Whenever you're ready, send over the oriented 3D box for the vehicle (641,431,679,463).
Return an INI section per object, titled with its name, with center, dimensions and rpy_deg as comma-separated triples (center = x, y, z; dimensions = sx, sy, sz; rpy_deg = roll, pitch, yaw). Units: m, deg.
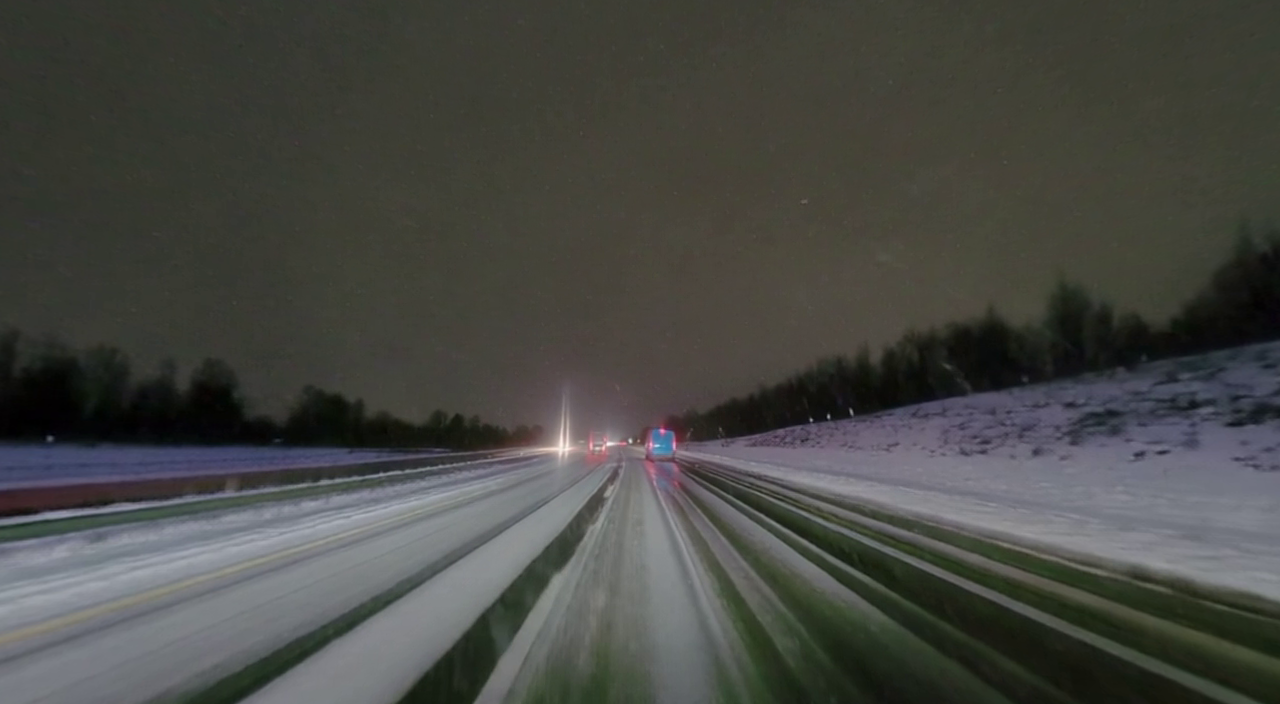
[vehicle]
center = 1.324, 6.610, 44.010
dimensions = 2.269, 2.048, 4.679
rpy_deg = 0, -8, -2
